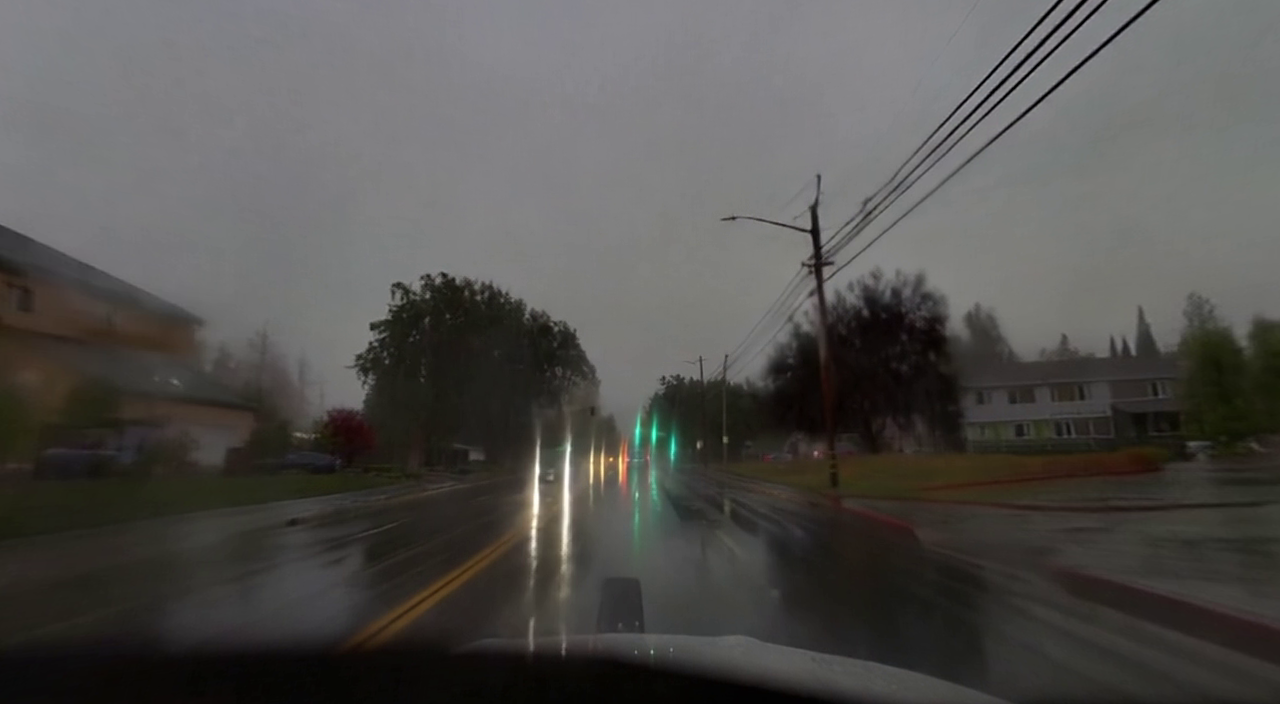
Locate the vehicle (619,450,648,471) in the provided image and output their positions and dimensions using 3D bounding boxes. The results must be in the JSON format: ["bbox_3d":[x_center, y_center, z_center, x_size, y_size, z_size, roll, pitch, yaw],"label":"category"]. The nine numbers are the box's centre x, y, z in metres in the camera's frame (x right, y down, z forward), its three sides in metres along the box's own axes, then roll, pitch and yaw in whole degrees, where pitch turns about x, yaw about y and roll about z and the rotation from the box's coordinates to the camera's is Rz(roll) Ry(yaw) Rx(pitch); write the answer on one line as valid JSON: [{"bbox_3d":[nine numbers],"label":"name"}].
[{"bbox_3d":[-0.507,8.146,47.362,2.093,1.497,4.010,0,-9,-1],"label":"vehicle"}]

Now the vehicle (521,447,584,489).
[{"bbox_3d":[-3.662,4.963,27.219,2.017,1.634,4.479,0,-9,1],"label":"vehicle"}]

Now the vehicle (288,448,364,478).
[{"bbox_3d":[-20.038,7.032,40.149,4.611,1.837,2.140,-5,-10,32],"label":"vehicle"}]
